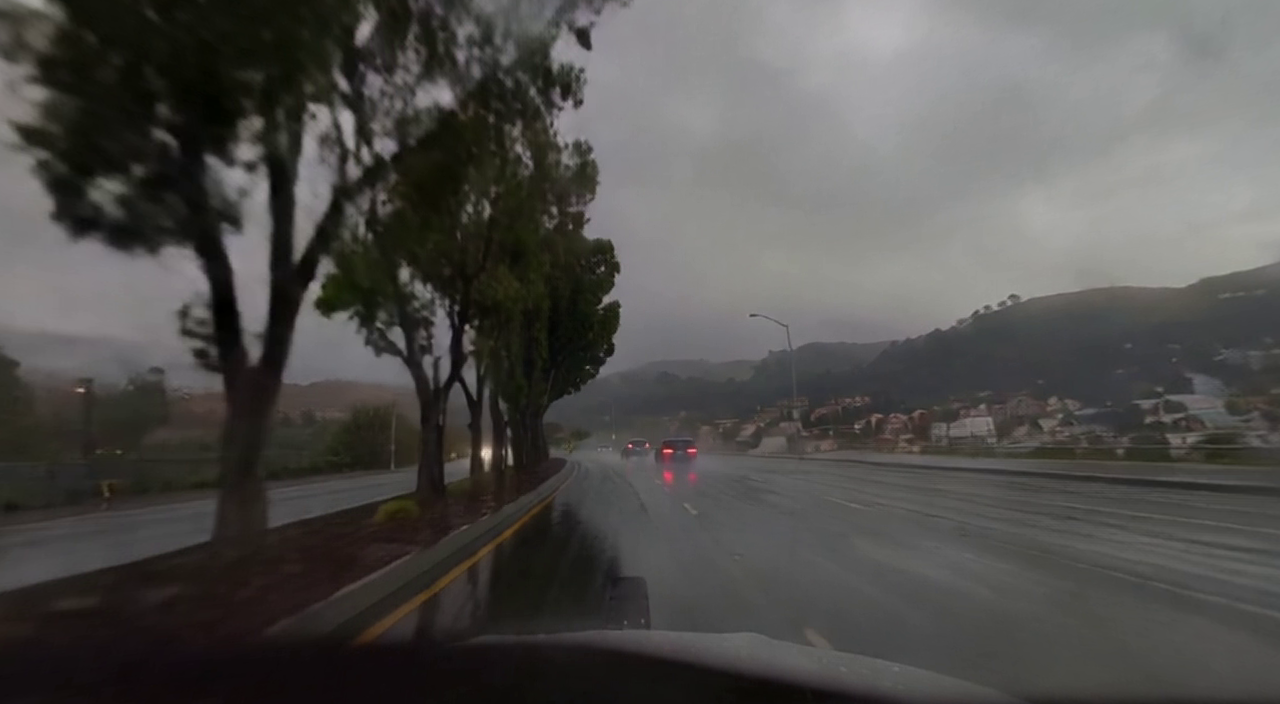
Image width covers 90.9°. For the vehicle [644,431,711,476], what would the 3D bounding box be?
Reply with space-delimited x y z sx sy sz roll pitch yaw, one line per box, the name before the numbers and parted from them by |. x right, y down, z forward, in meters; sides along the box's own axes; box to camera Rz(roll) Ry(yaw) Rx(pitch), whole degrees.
vehicle | 1.516 4.400 27.483 2.253 1.756 4.313 1 -8 -5
